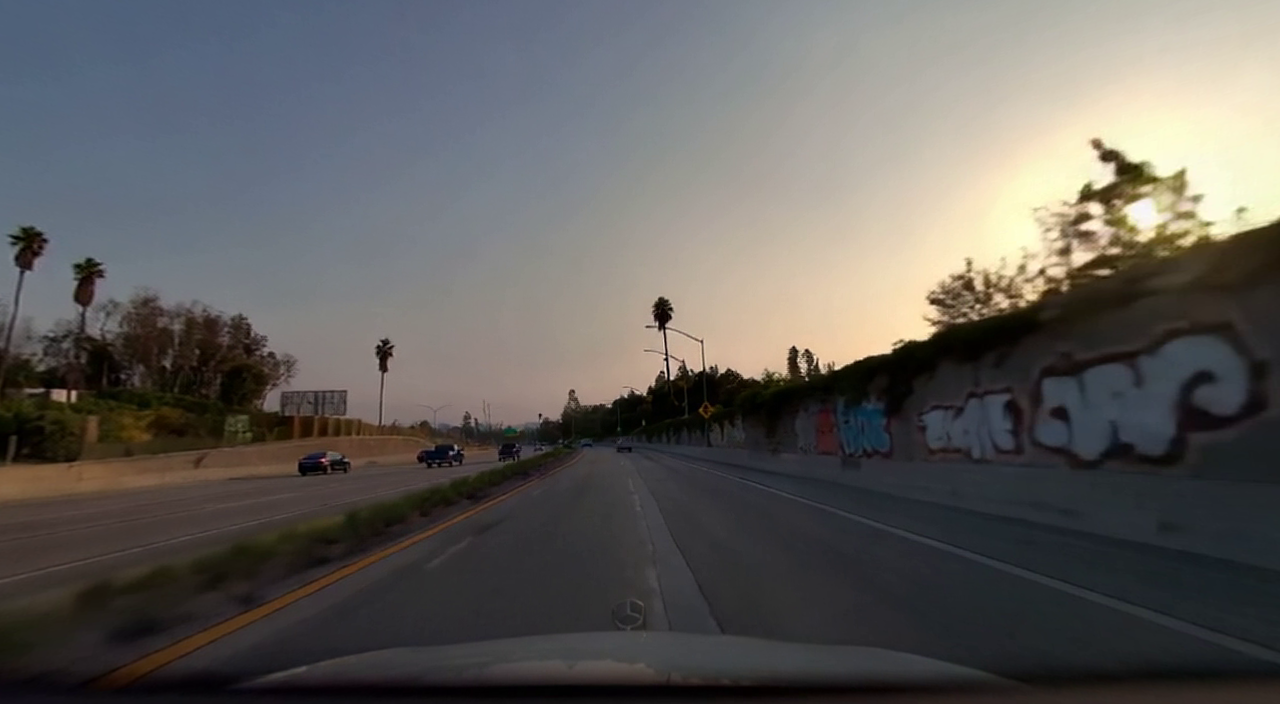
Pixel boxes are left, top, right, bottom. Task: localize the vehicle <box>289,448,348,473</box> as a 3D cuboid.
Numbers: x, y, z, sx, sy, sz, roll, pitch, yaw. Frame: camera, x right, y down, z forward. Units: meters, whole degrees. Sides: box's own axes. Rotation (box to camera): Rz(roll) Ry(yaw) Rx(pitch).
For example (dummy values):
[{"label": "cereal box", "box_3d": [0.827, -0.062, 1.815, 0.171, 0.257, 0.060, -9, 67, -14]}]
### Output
[{"label": "vehicle", "box_3d": [-25.108, 8.465, 49.490, 2.158, 1.795, 5.013, 0, -8, -2]}]
